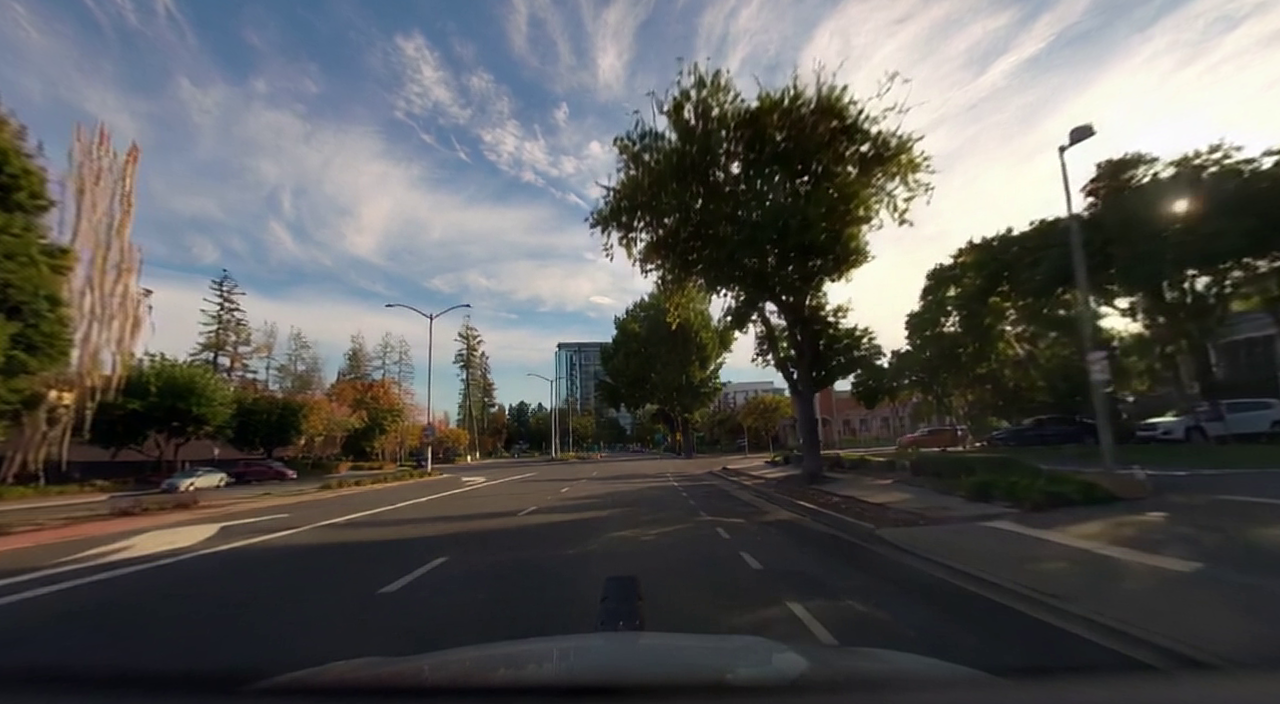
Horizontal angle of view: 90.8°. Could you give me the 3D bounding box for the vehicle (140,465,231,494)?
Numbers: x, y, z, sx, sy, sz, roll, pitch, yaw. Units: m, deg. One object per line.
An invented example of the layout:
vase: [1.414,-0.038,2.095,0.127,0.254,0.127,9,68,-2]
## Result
vehicle: [-26.914,7.551,37.646,1.916,1.456,4.597,0,-8,1]

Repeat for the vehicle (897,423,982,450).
vehicle: [22.346,6.300,47.307,5.135,1.964,2.402,0,-7,1]

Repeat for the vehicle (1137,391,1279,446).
vehicle: [24.053,2.751,25.546,6.146,2.098,2.167,1,-8,-4]

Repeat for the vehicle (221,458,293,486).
vehicle: [-26.495,8.288,43.889,1.931,1.673,4.623,0,-8,2]
